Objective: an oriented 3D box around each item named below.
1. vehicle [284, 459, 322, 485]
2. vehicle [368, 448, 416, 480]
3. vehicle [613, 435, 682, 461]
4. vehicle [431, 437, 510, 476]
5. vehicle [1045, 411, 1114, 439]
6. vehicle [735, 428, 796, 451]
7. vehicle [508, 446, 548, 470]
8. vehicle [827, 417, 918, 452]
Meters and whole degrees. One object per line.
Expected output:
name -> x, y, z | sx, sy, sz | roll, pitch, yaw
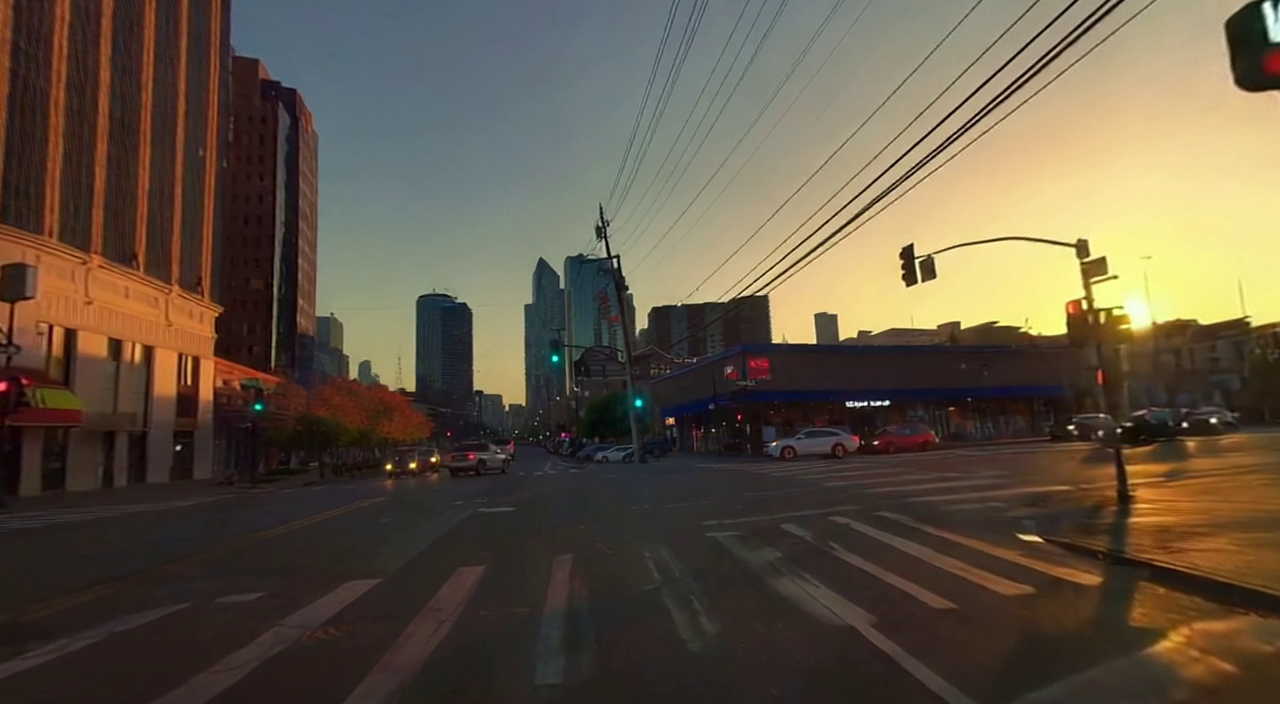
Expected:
vehicle -> -22.809, 8.055, 42.671 | 1.944, 1.520, 4.512 | 5, -10, -30
vehicle -> -12.537, 5.625, 32.113 | 2.036, 1.443, 4.429 | 3, -9, -20
vehicle -> 0.501, 6.675, 43.933 | 4.506, 1.733, 1.857 | 2, -9, -16
vehicle -> -7.426, 4.629, 28.130 | 2.166, 1.579, 4.300 | -1, -8, 2
vehicle -> 34.200, 5.664, 49.165 | 5.209, 1.774, 2.210 | -1, -5, -30
vehicle -> 8.292, 5.858, 42.081 | 1.866, 1.430, 3.901 | 5, -10, -30
vehicle -> -8.545, 8.011, 47.917 | 1.968, 1.675, 4.177 | 4, -9, -25
vehicle -> 12.466, 4.440, 33.789 | 4.474, 1.788, 2.039 | 4, -10, -28
